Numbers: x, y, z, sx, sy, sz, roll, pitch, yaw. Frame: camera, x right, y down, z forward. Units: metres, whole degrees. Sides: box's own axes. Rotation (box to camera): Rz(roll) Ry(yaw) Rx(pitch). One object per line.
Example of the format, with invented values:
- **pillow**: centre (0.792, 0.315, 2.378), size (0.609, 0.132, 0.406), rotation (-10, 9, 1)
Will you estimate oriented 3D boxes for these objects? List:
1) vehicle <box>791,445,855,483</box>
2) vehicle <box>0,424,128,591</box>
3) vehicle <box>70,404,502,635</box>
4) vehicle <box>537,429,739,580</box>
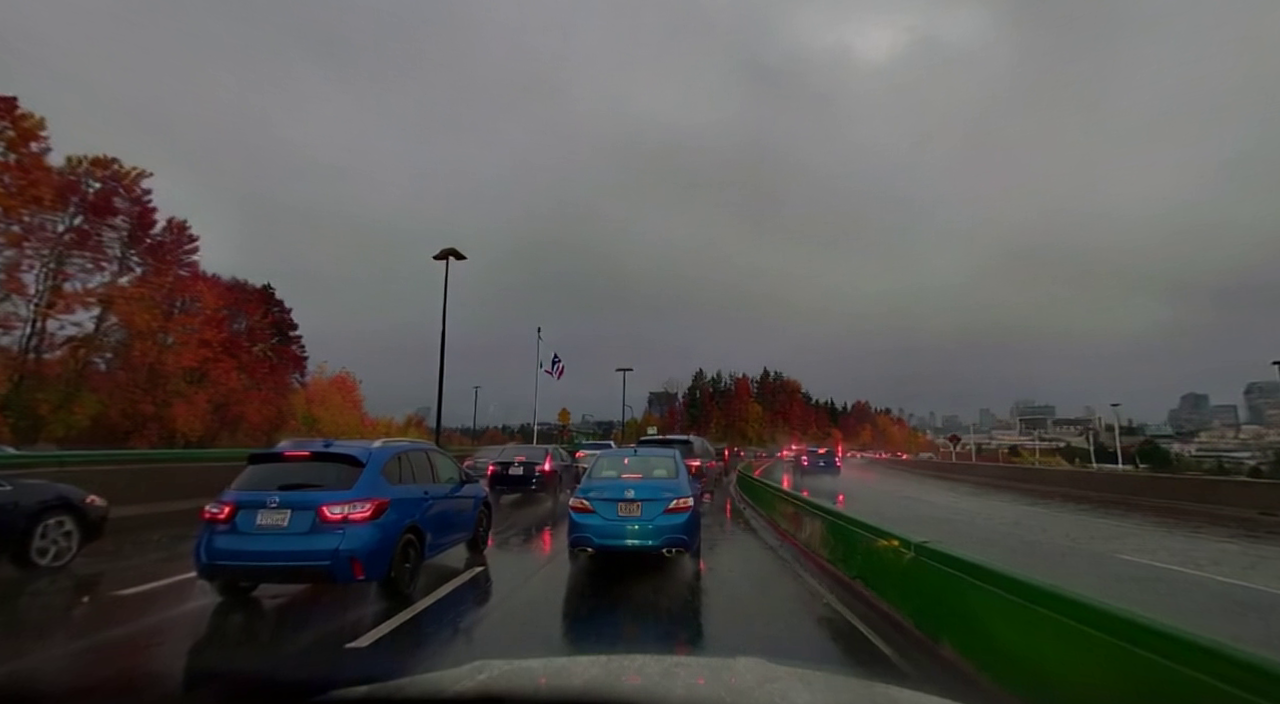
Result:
- **vehicle**: centre (8.454, 5.203, 29.532), size (2.011, 1.610, 4.568), rotation (0, -9, 5)
- **vehicle**: centre (-6.930, 1.295, 4.974), size (2.121, 1.510, 4.244), rotation (0, -9, 1)
- **vehicle**: centre (-3.047, 1.529, 6.752), size (1.988, 1.635, 4.260), rotation (0, -9, 3)
- **vehicle**: centre (0.091, 1.901, 8.703), size (2.090, 1.506, 4.276), rotation (0, -9, 3)
